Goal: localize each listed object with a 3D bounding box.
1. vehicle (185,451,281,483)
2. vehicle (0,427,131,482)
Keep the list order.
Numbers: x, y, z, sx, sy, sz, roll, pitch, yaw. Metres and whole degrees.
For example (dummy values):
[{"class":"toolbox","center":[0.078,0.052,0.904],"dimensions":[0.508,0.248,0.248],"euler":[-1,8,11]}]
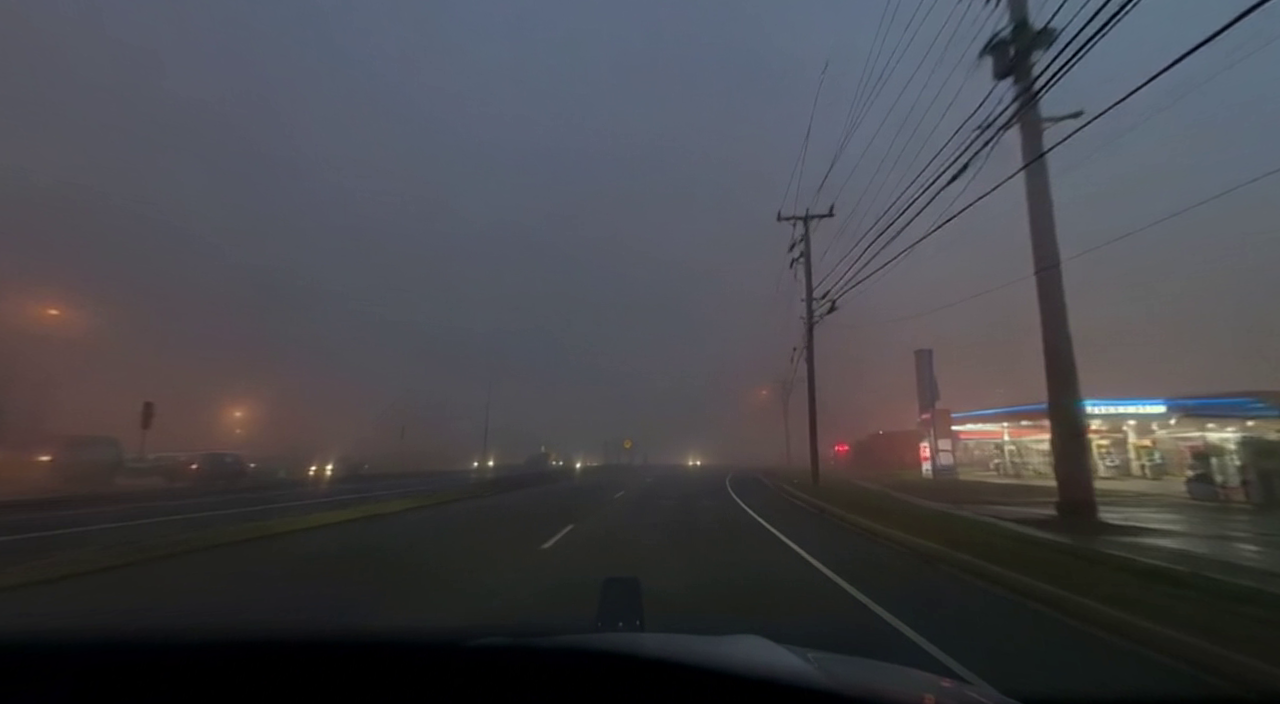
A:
[{"class":"vehicle","center":[-21.452,6.015,33.219],"dimensions":[4.147,1.562,1.805],"euler":[-2,-9,16]},{"class":"vehicle","center":[-23.746,4.099,25.080],"dimensions":[5.785,2.002,2.241],"euler":[-4,-9,14]}]
